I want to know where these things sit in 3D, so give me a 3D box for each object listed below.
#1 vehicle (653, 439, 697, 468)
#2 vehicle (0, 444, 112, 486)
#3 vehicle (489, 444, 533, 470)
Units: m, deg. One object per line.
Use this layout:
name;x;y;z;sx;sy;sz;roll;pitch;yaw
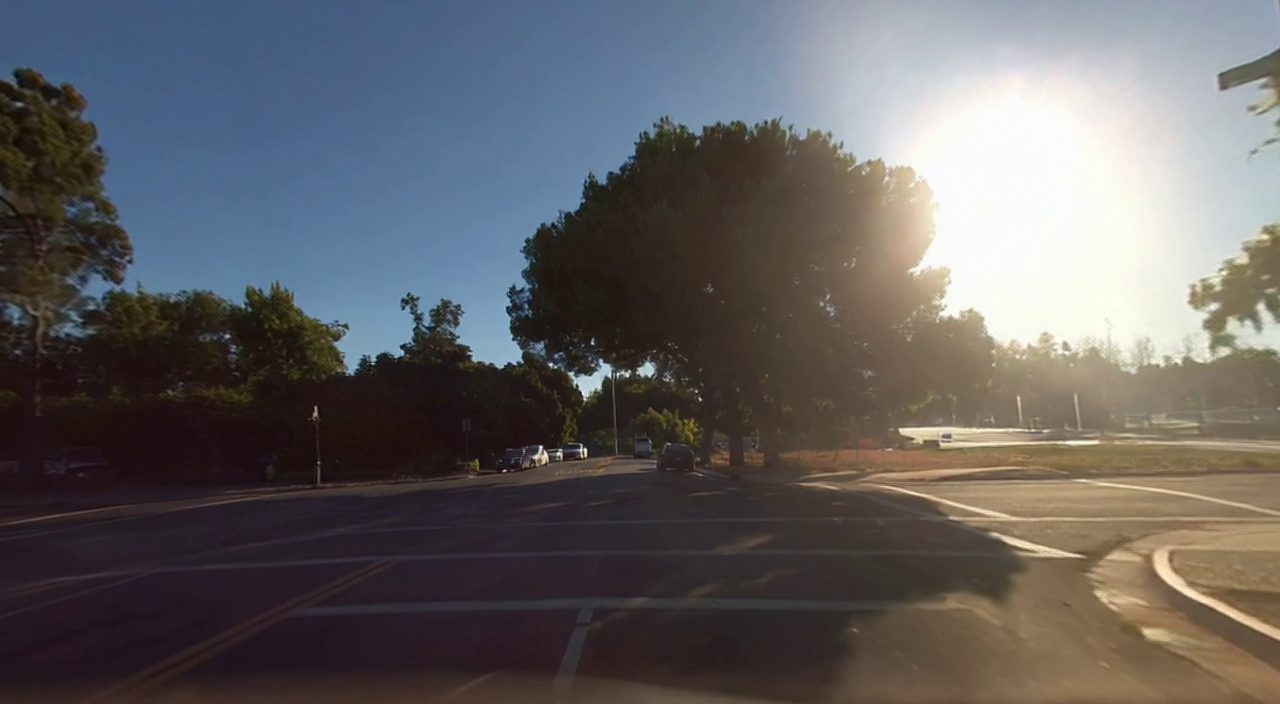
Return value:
vehicle;1.871;5.538;34.654;2.051;1.461;4.100;0;-8;-2
vehicle;-27.592;5.185;29.129;4.986;1.796;2.066;-2;-8;12
vehicle;-8.113;6.646;40.008;2.102;1.507;4.049;0;-8;-2
